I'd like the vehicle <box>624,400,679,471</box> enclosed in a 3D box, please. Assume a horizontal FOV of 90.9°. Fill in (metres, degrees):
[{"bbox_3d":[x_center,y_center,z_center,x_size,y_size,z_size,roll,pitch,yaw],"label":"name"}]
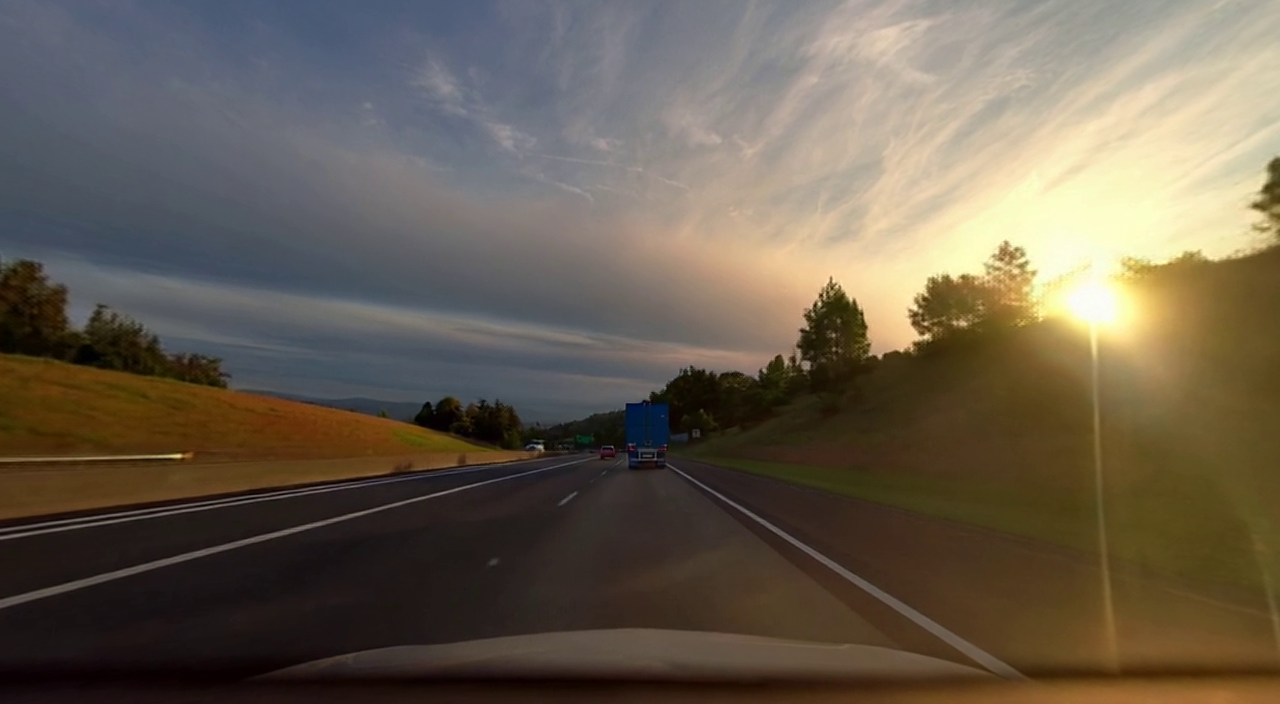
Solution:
[{"bbox_3d":[0.510,5.607,41.424,3.055,4.009,10.972,0,-9,-2],"label":"vehicle"}]
